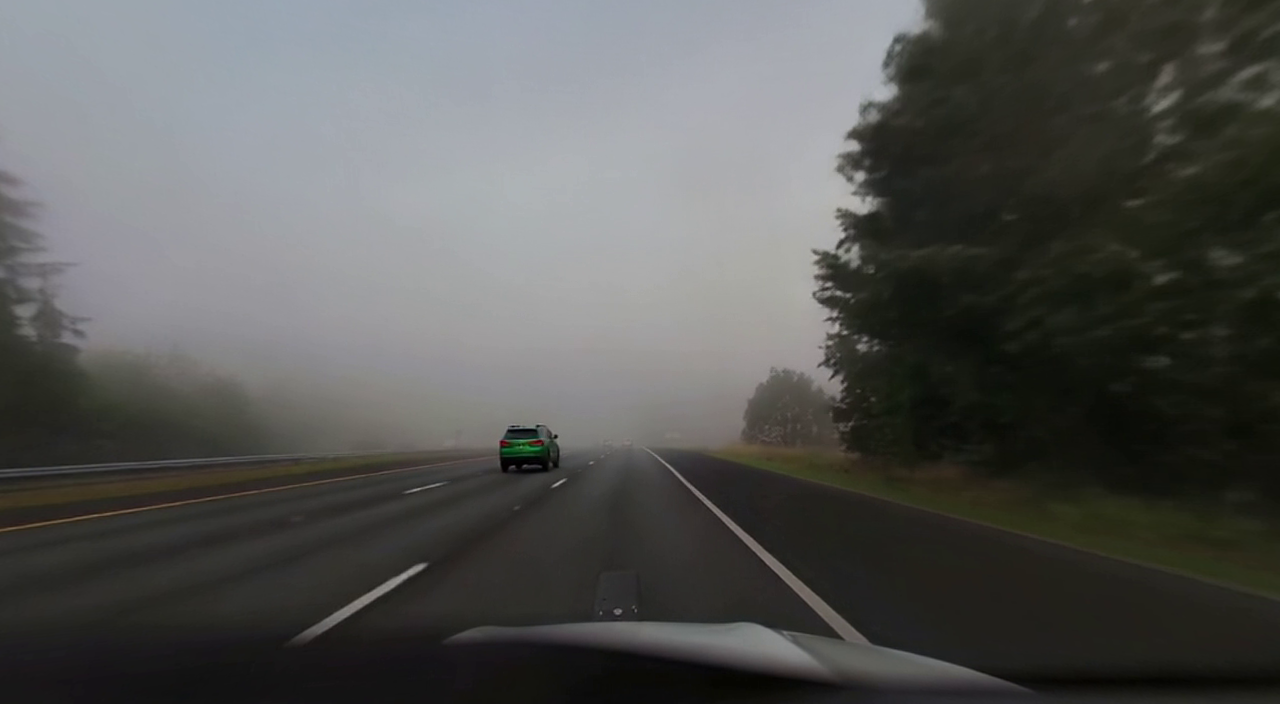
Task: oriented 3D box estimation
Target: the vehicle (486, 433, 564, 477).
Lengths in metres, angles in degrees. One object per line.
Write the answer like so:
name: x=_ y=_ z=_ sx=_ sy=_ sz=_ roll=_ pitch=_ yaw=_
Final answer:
vehicle: x=-4.228 y=3.821 z=23.764 sx=2.063 sy=1.496 sz=4.225 roll=0 pitch=-8 yaw=1
